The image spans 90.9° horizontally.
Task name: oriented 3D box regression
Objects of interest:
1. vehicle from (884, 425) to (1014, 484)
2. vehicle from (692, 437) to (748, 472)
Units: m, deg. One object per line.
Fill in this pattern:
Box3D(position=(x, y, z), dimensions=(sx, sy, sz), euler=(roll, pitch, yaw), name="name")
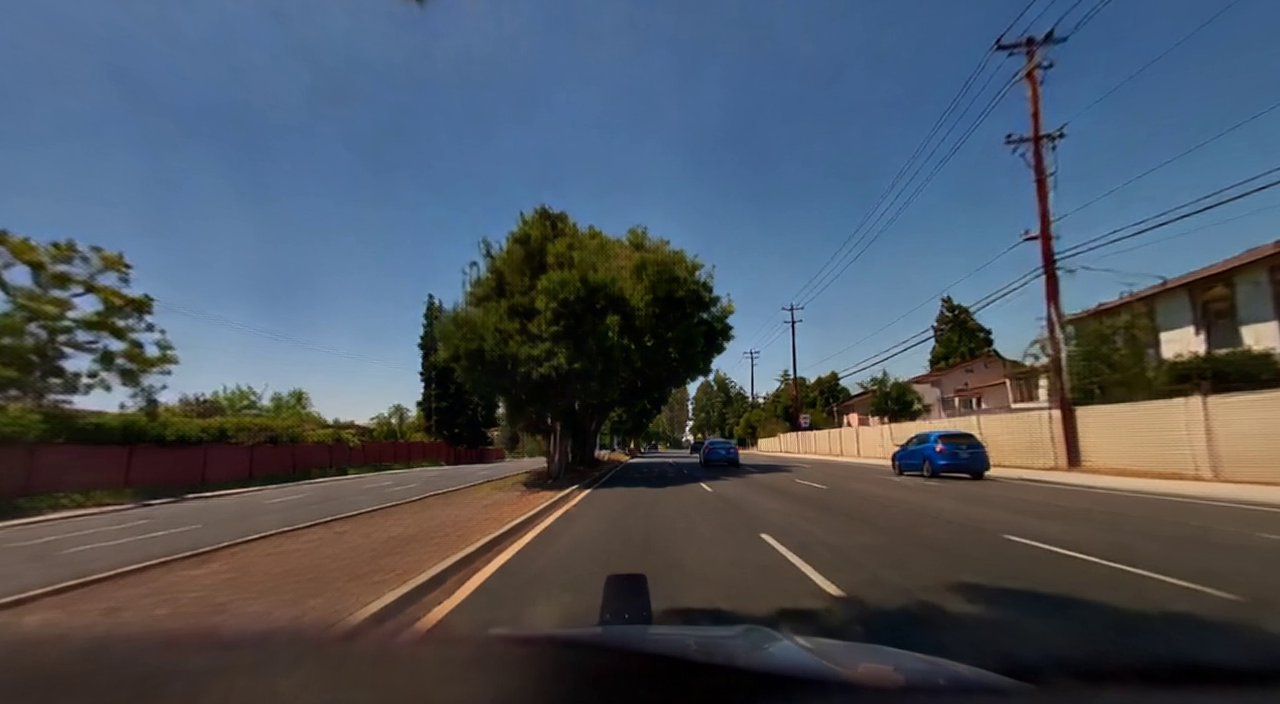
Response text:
Box3D(position=(9.955, 3.325, 20.758), dimensions=(1.978, 1.700, 4.461), euler=(0, -8, 0), name="vehicle")
Box3D(position=(3.634, 4.763, 29.381), dimensions=(2.063, 1.481, 4.247), euler=(0, -8, 0), name="vehicle")
